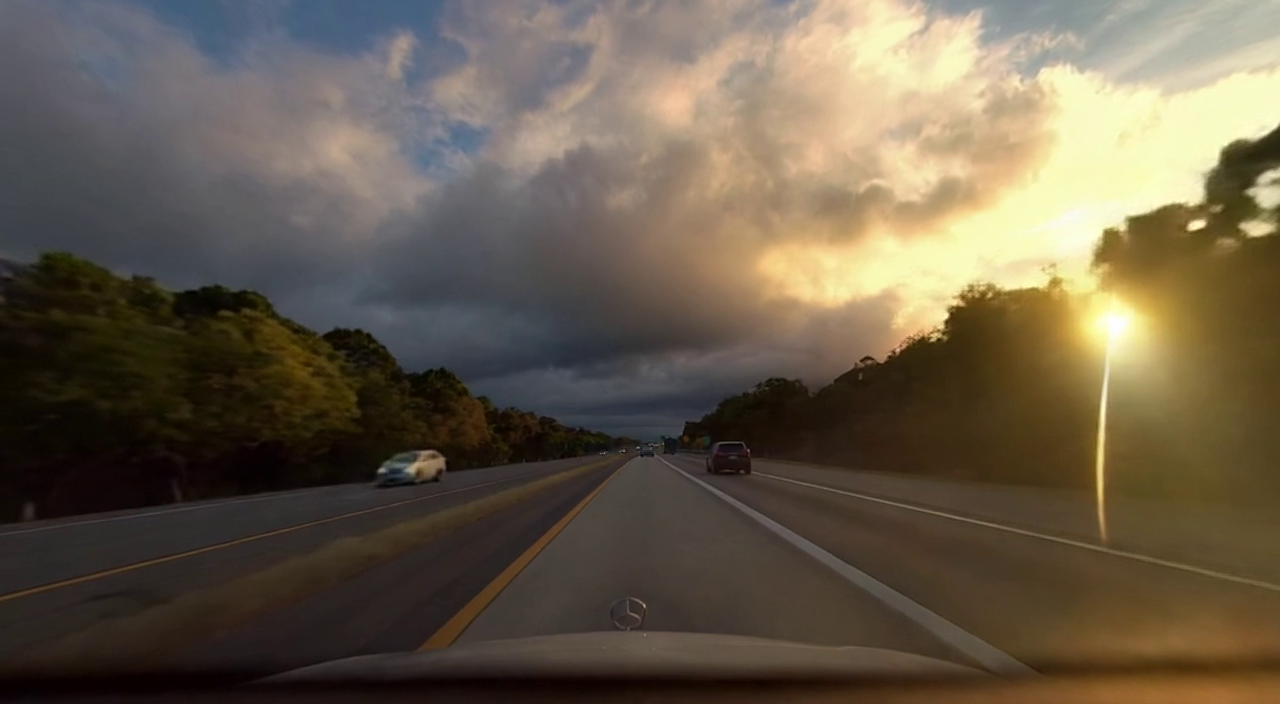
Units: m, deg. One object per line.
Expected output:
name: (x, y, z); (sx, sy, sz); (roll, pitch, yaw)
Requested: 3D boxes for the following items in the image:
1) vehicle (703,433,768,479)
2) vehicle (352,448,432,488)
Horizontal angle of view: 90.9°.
vehicle: (4.456, 4.944, 30.189); (2.189, 2.007, 4.872); (0, -9, -1)
vehicle: (-12.897, 6.029, 33.155); (2.093, 1.934, 5.161); (0, -9, 0)
